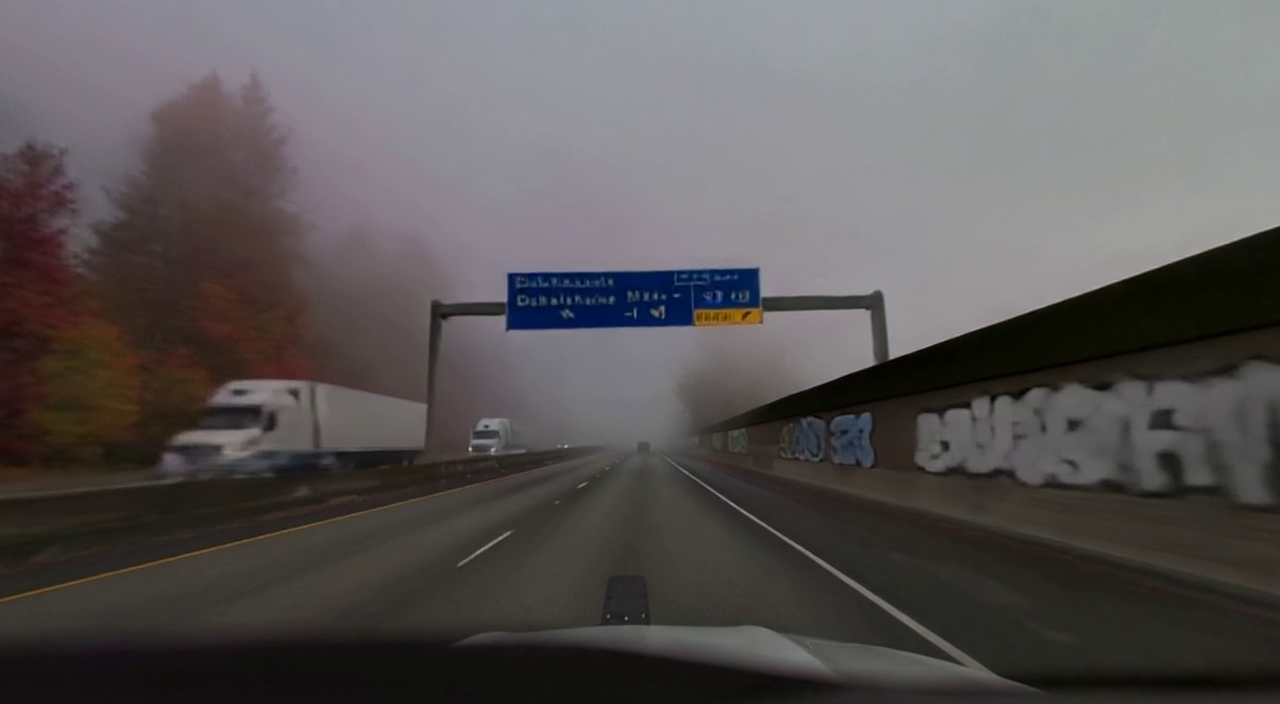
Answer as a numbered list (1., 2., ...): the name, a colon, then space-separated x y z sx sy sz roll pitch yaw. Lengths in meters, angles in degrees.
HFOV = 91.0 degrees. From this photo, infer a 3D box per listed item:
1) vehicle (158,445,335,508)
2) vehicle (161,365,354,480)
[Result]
1. vehicle: -10.505 3.305 17.306 1.897 1.452 4.508 0 -8 1
2. vehicle: -15.053 2.986 25.688 3.079 4.002 7.219 1 -8 1
